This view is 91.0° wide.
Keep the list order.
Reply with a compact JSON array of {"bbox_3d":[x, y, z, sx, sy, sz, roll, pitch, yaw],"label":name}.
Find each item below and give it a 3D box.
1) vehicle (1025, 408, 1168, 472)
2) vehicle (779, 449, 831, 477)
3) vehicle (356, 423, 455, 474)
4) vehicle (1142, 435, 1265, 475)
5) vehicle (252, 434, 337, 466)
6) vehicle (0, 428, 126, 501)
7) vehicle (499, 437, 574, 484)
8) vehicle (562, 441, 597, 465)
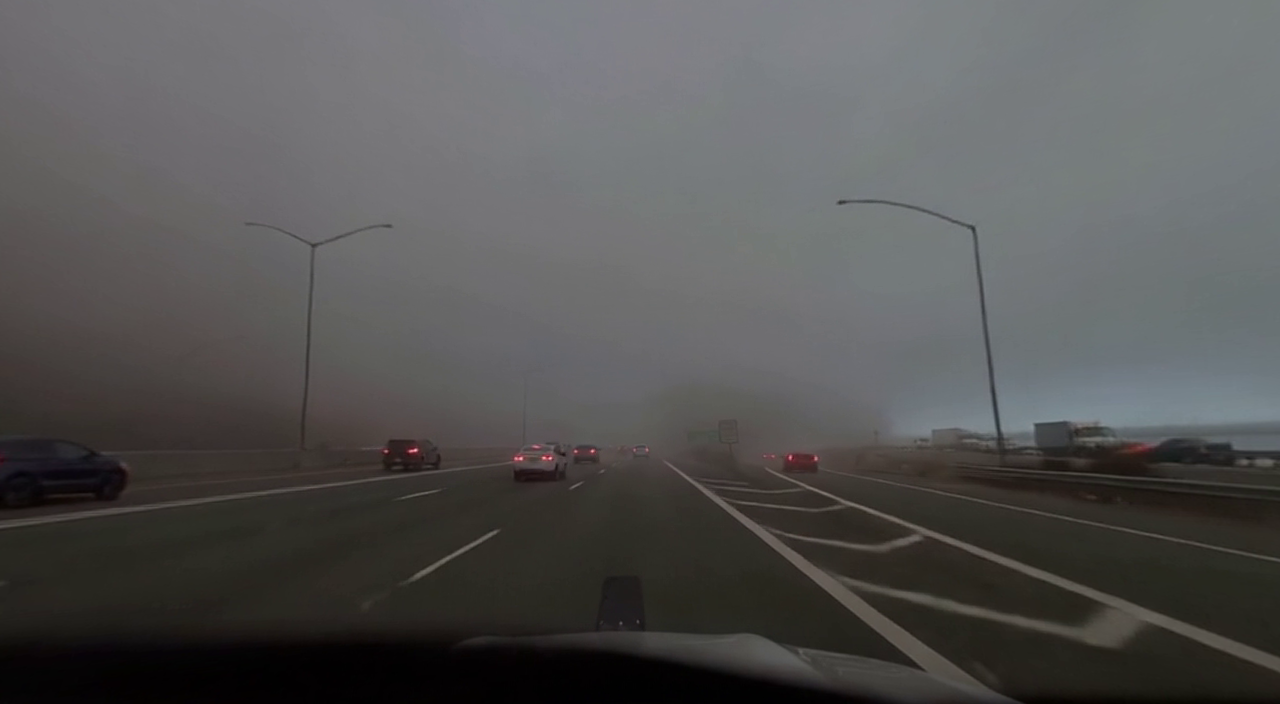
[{"bbox_3d":[28.023,5.469,39.467,3.151,3.473,9.484,0,-8,9],"label":"vehicle"},{"bbox_3d":[9.636,6.506,37.195,2.153,1.510,4.646,0,-9,4],"label":"vehicle"},{"bbox_3d":[-11.095,4.640,30.354,2.442,2.191,5.760,0,-9,1],"label":"vehicle"},{"bbox_3d":[26.031,4.775,29.340,1.914,1.667,4.648,-1,-9,9],"label":"vehicle"},{"bbox_3d":[-20.553,5.868,37.782,2.114,1.715,5.227,0,-9,0],"label":"vehicle"},{"bbox_3d":[-14.646,2.494,14.154,2.050,1.537,4.768,0,-9,1],"label":"vehicle"},{"bbox_3d":[-4.055,4.318,25.436,2.132,1.708,4.571,0,-9,2],"label":"vehicle"},{"bbox_3d":[-4.652,7.865,49.097,2.107,1.787,4.685,0,-9,3],"label":"vehicle"}]
